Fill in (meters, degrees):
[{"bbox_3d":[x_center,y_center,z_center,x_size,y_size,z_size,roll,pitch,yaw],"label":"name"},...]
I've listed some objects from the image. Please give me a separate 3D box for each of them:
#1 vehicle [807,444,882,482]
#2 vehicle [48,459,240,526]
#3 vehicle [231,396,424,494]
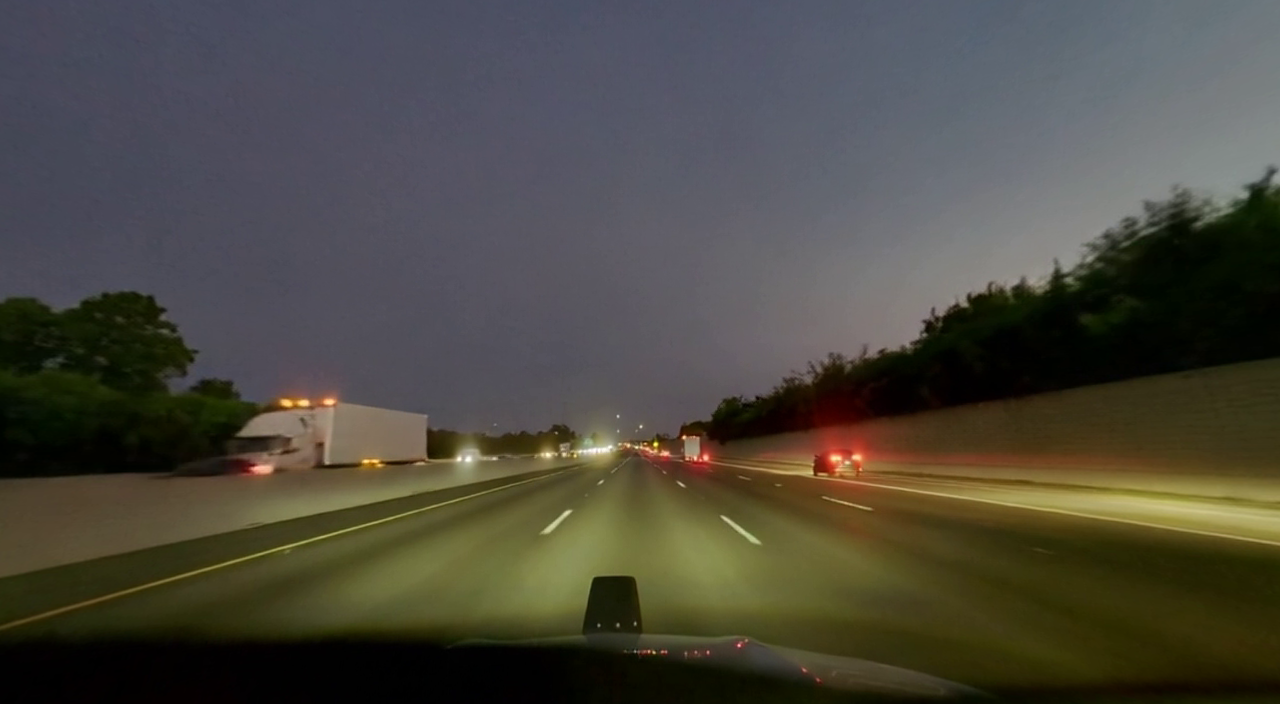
[{"bbox_3d":[9.704,5.297,30.288,1.950,1.632,4.845,0,-9,0],"label":"vehicle"},{"bbox_3d":[-13.384,3.776,17.343,2.084,1.517,3.896,0,-9,0],"label":"vehicle"},{"bbox_3d":[-16.670,5.329,35.796,3.679,4.369,14.373,0,-9,0],"label":"vehicle"}]
